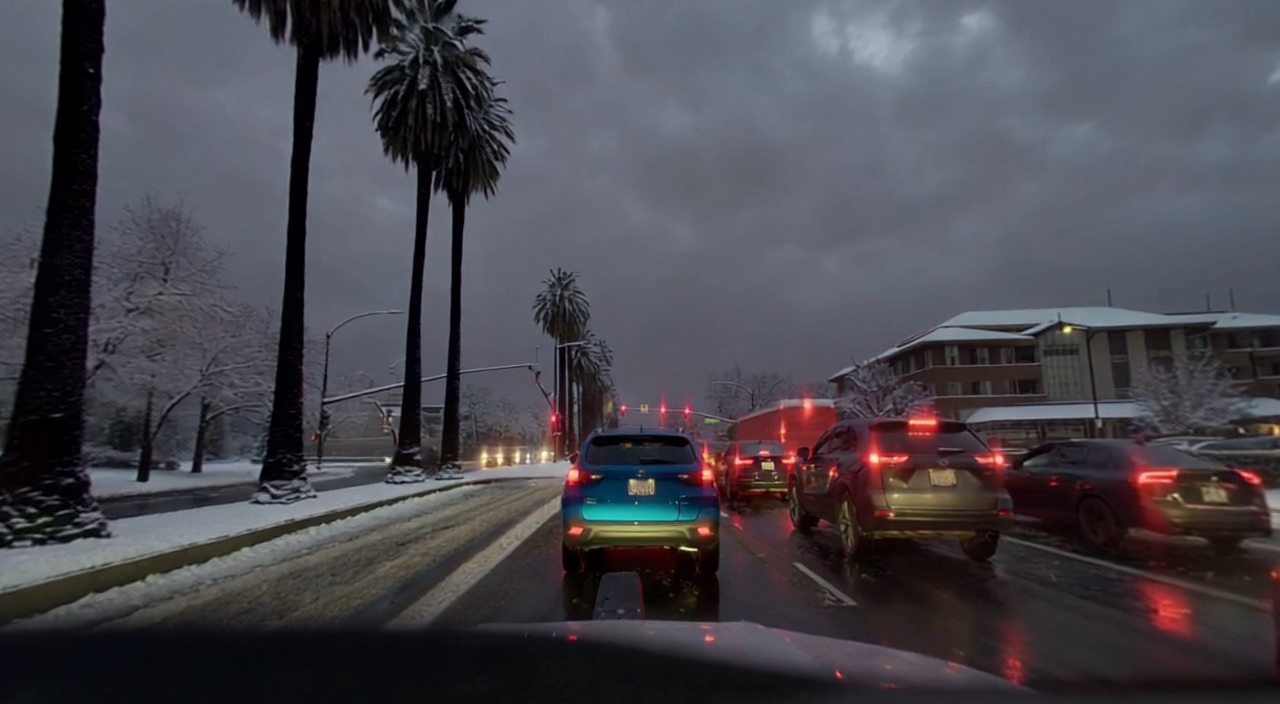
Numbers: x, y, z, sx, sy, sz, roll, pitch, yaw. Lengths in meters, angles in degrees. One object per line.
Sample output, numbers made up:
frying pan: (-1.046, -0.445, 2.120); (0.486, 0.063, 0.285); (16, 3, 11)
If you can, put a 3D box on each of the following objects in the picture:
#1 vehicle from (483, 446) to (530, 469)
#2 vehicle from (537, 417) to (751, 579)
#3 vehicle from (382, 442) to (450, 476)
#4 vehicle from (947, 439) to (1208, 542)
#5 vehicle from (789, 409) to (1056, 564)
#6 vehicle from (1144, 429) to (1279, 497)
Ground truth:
vehicle: (-9.172, 7.304, 43.877); (2.168, 1.462, 4.505); (0, -9, 1)
vehicle: (0.030, 1.736, 8.253); (2.083, 1.572, 4.021); (0, -9, 0)
vehicle: (-12.491, 5.980, 35.605); (2.180, 1.776, 4.521); (0, -9, 0)
vehicle: (7.368, 2.328, 11.254); (1.832, 1.477, 3.981); (0, -9, 1)
vehicle: (3.668, 1.824, 9.218); (1.947, 1.725, 4.159); (0, -9, 0)
vehicle: (18.056, 3.211, 18.449); (4.786, 1.848, 2.107); (0, -9, -1)
